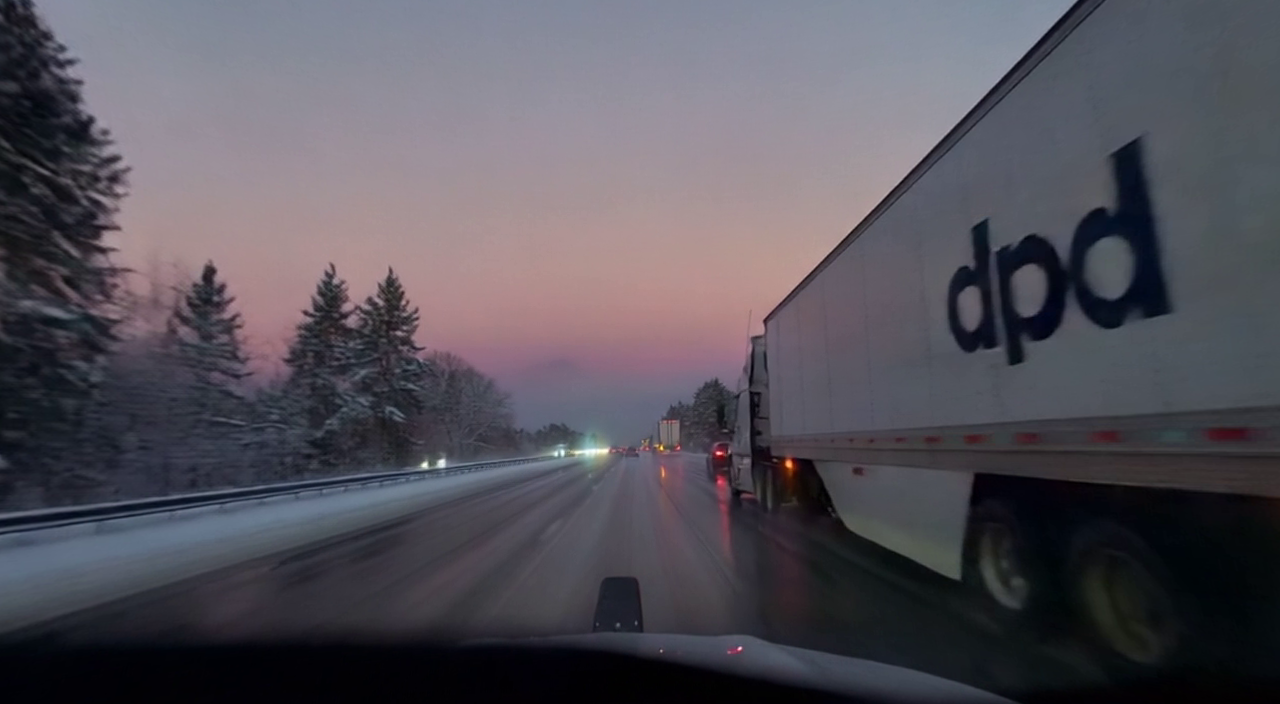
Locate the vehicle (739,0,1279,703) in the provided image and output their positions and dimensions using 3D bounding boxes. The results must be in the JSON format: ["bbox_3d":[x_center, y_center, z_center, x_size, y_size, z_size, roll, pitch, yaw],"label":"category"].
[{"bbox_3d":[4.066,0.506,8.259,2.973,4.007,14.076,0,-9,-1],"label":"vehicle"}]
